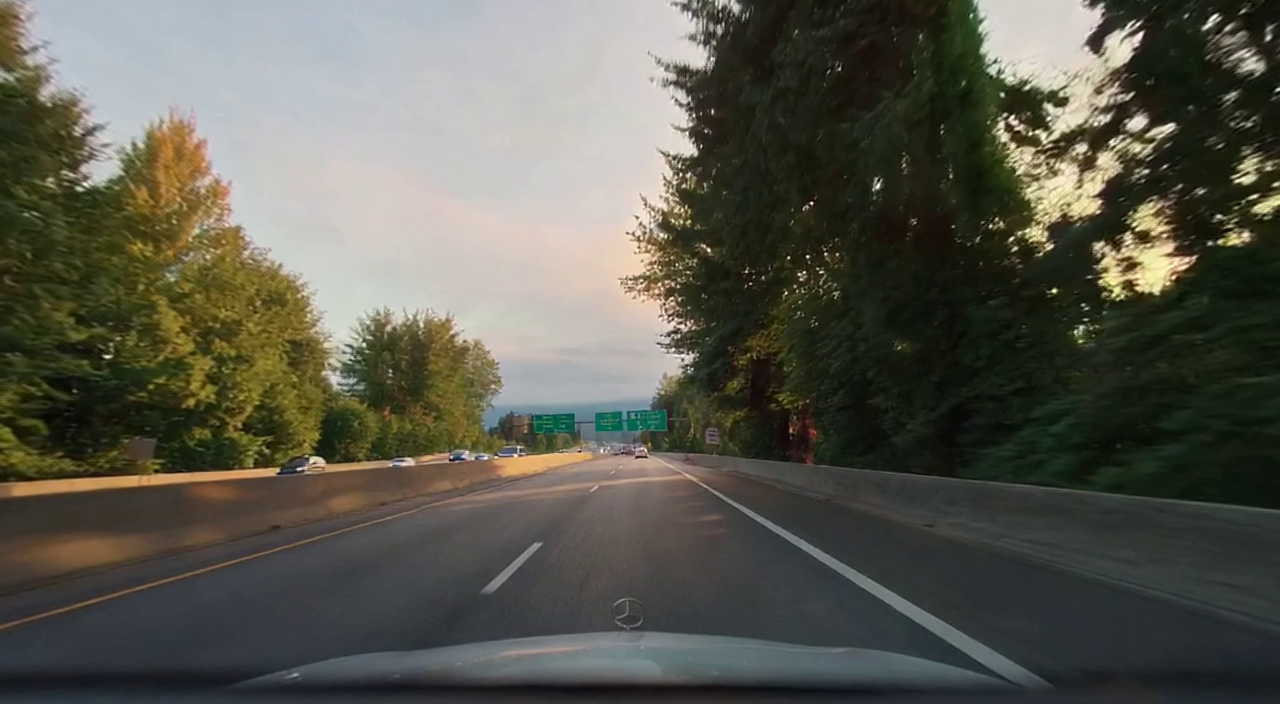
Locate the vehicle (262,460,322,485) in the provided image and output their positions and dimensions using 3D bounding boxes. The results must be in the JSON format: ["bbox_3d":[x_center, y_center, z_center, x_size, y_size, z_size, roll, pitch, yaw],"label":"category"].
[{"bbox_3d":[-22.295,7.708,40.518,1.867,1.446,3.808,1,-9,-5],"label":"vehicle"}]
